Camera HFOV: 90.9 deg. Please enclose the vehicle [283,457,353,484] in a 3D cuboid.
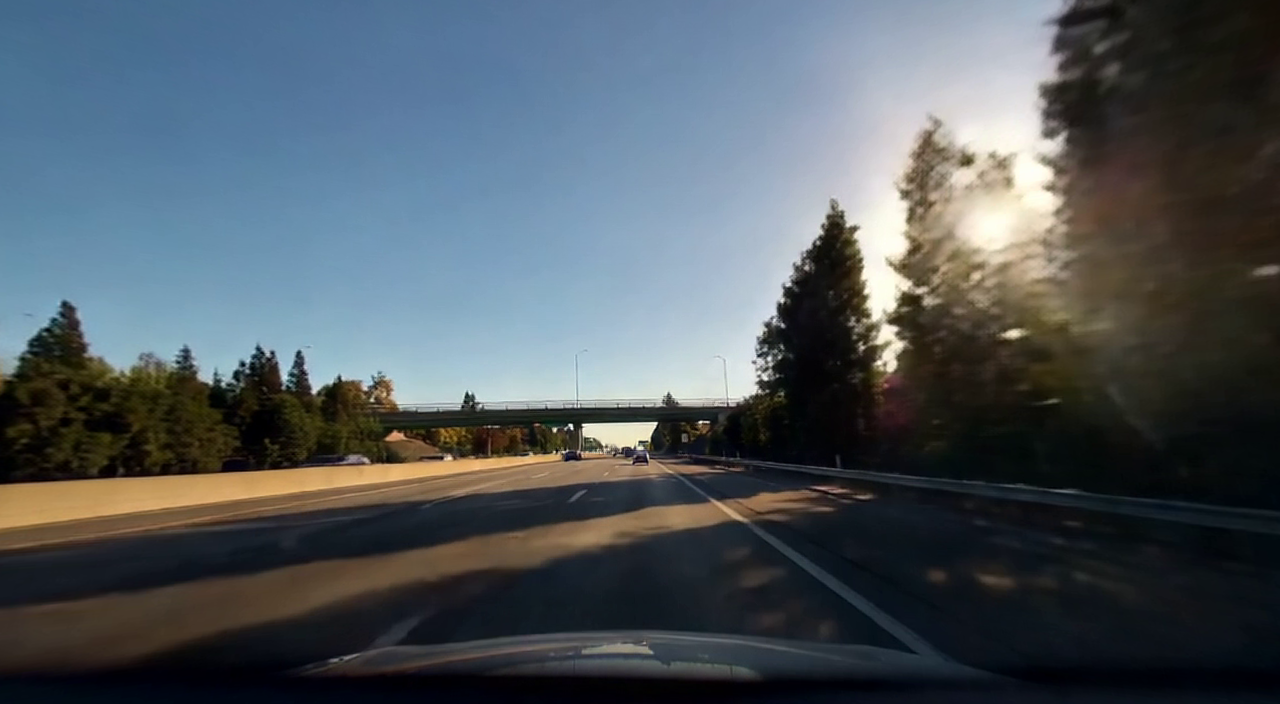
[{"bbox_3d":[-19.248,7.081,37.865,1.833,1.416,4.504,0,-9,0],"label":"vehicle"}]
